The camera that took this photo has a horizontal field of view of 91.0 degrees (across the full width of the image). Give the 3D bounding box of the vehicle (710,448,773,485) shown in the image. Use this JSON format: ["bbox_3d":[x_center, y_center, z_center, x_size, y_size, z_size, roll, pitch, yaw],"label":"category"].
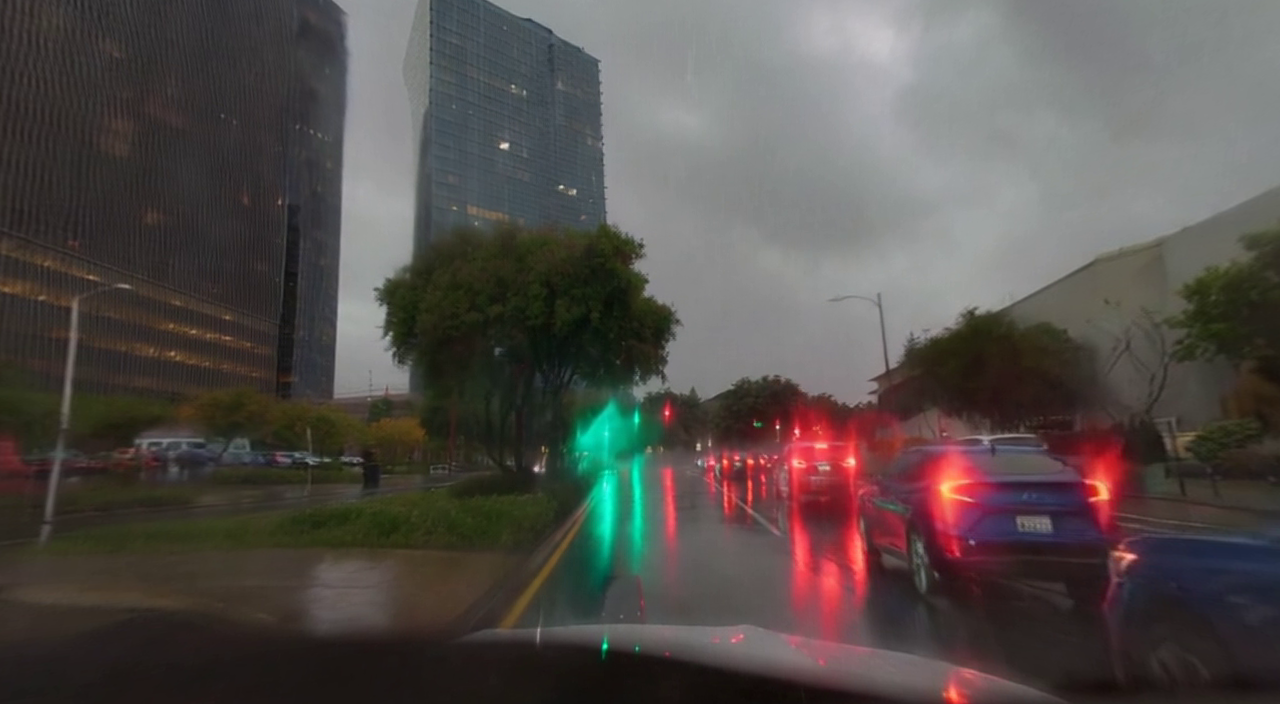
[{"bbox_3d":[4.607,5.262,29.247,2.183,1.553,3.923,0,-9,-1],"label":"vehicle"}]

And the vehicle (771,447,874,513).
[{"bbox_3d":[5.058,3.551,18.178,2.089,1.609,4.922,-1,-9,7],"label":"vehicle"}]

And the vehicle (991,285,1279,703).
[{"bbox_3d":[2.491,0.571,0.670,2.092,1.703,4.870,-1,-9,9],"label":"vehicle"}]

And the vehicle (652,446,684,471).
[{"bbox_3d":[2.126,7.843,46.594,2.121,1.728,4.161,-1,-9,6],"label":"vehicle"}]

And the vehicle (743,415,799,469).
[{"bbox_3d":[9.883,7.064,49.120,3.128,3.616,13.736,-1,-9,7],"label":"vehicle"}]
